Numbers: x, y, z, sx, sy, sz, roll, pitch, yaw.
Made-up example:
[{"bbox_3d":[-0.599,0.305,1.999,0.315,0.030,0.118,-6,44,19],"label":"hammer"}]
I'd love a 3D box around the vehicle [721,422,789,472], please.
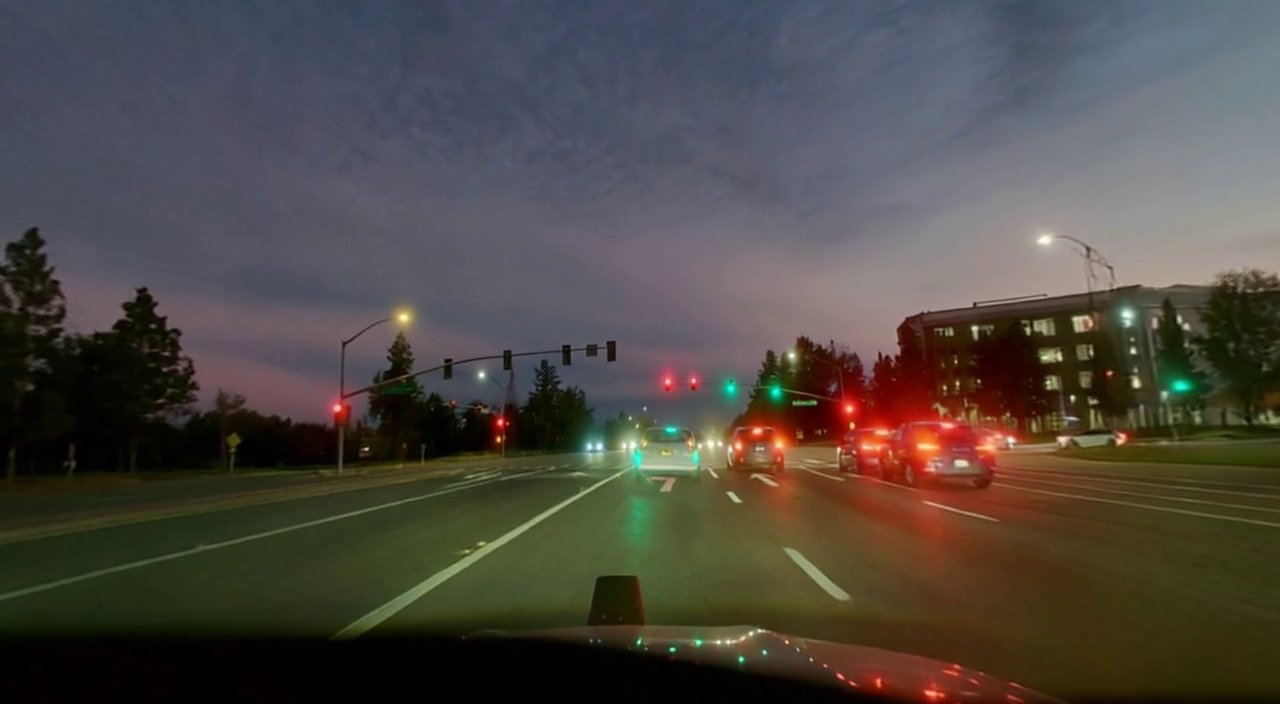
[{"bbox_3d":[4.523,3.831,25.509,2.188,1.774,4.646,-1,-9,4],"label":"vehicle"}]

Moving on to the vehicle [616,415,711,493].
[{"bbox_3d":[0.655,2.709,16.991,2.211,1.795,4.179,-1,-9,3],"label":"vehicle"}]

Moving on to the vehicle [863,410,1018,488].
[{"bbox_3d":[7.756,2.577,16.891,2.074,1.791,4.393,-1,-9,2],"label":"vehicle"}]

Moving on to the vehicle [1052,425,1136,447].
[{"bbox_3d":[32.287,6.003,45.104,4.596,1.468,1.785,-6,-10,31],"label":"vehicle"}]
